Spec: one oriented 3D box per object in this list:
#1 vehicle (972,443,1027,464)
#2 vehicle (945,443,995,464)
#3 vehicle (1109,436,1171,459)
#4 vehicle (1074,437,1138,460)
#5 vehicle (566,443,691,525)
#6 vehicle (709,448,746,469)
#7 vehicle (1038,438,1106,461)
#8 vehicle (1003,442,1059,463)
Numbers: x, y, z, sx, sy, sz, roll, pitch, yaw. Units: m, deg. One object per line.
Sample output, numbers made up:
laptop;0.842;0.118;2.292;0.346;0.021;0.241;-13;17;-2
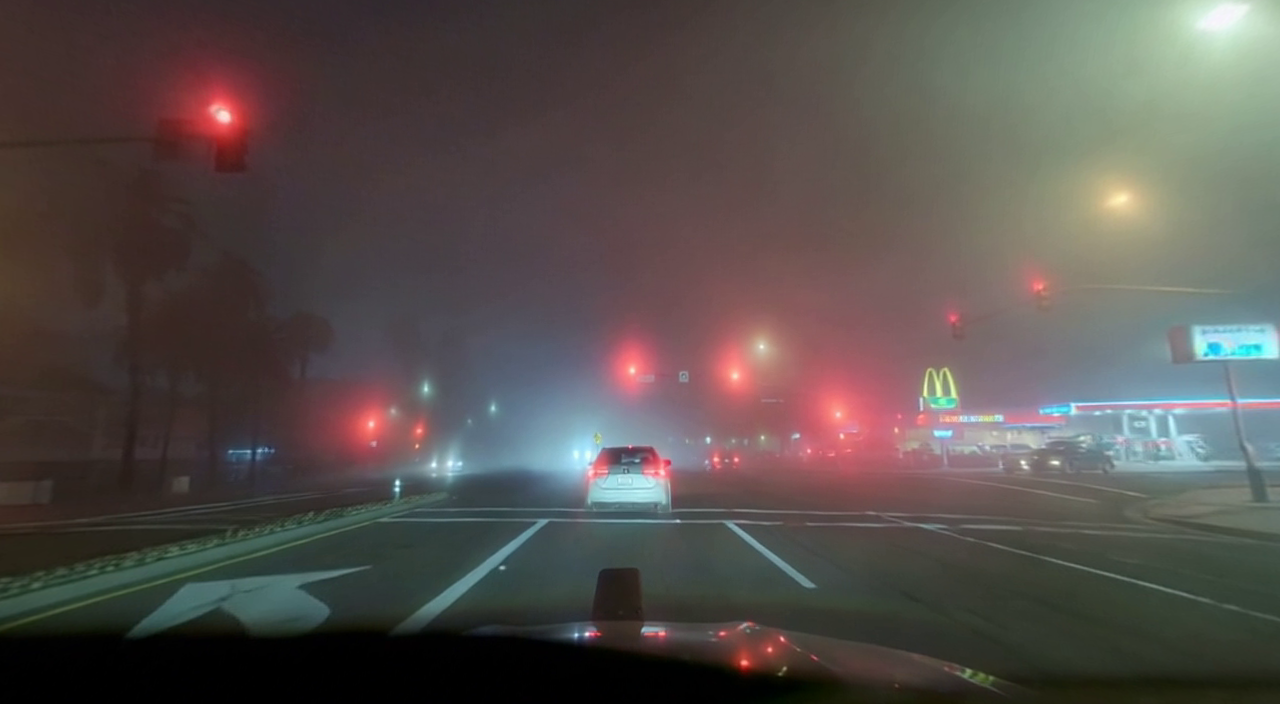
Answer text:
vehicle;26.540;7.472;46.756;1.923;1.501;3.849;-1;-8;3
vehicle;24.464;7.527;46.994;1.738;1.462;3.609;0;-8;-1
vehicle;37.028;7.074;46.891;1.689;1.575;3.483;0;-8;-1
vehicle;34.570;7.165;46.989;1.824;1.643;3.789;0;-8;-1
vehicle;-0.195;2.757;13.886;2.270;1.475;4.571;0;-8;0
vehicle;6.585;8.062;47.950;2.017;1.491;4.420;0;-8;-2
vehicle;31.931;7.236;46.839;1.903;1.630;4.320;0;-8;-1
vehicle;29.003;7.465;46.979;1.848;1.467;3.941;-1;-8;3
